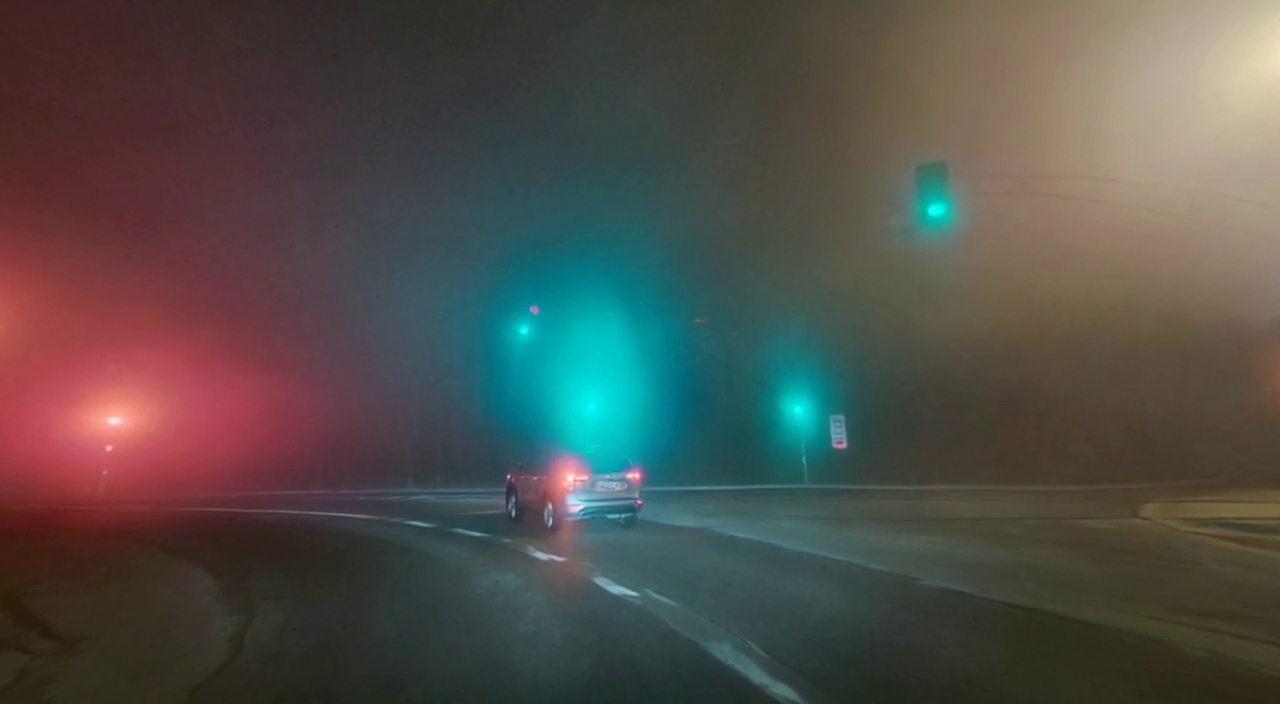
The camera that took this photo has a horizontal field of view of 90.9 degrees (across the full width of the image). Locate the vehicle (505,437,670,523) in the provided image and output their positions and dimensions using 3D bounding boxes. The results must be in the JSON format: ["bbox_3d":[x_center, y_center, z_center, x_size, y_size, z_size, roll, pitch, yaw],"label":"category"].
[{"bbox_3d":[-1.355,2.813,14.489,1.938,1.648,4.211,6,-10,-34],"label":"vehicle"}]
